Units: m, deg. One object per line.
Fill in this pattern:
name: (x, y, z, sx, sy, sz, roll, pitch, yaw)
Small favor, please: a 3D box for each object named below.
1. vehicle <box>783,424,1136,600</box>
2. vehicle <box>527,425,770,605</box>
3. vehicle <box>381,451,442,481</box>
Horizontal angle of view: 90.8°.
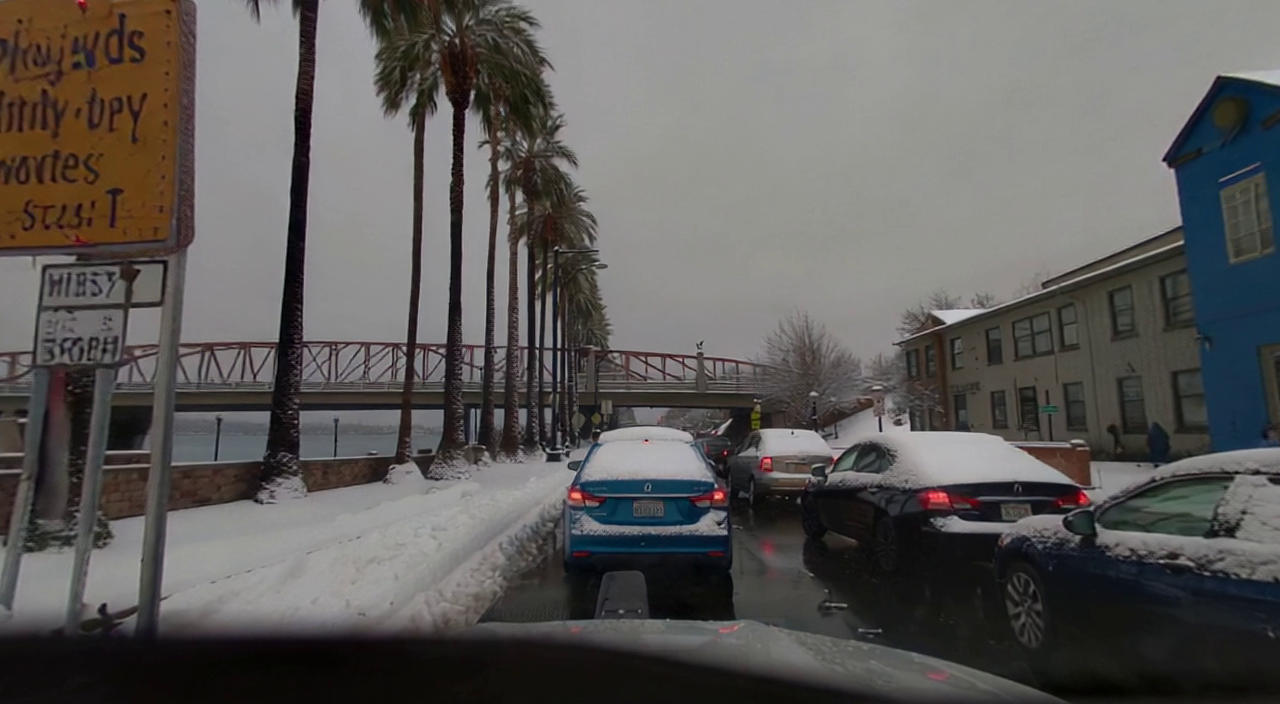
vehicle: (3.264, 1.709, 7.707, 1.920, 1.490, 4.417, 0, -9, -1)
vehicle: (0.059, 1.666, 7.269, 2.048, 1.503, 3.681, 0, -9, 0)
vehicle: (-14.950, 7.466, 41.653, 2.104, 1.802, 4.852, -1, -8, 2)
